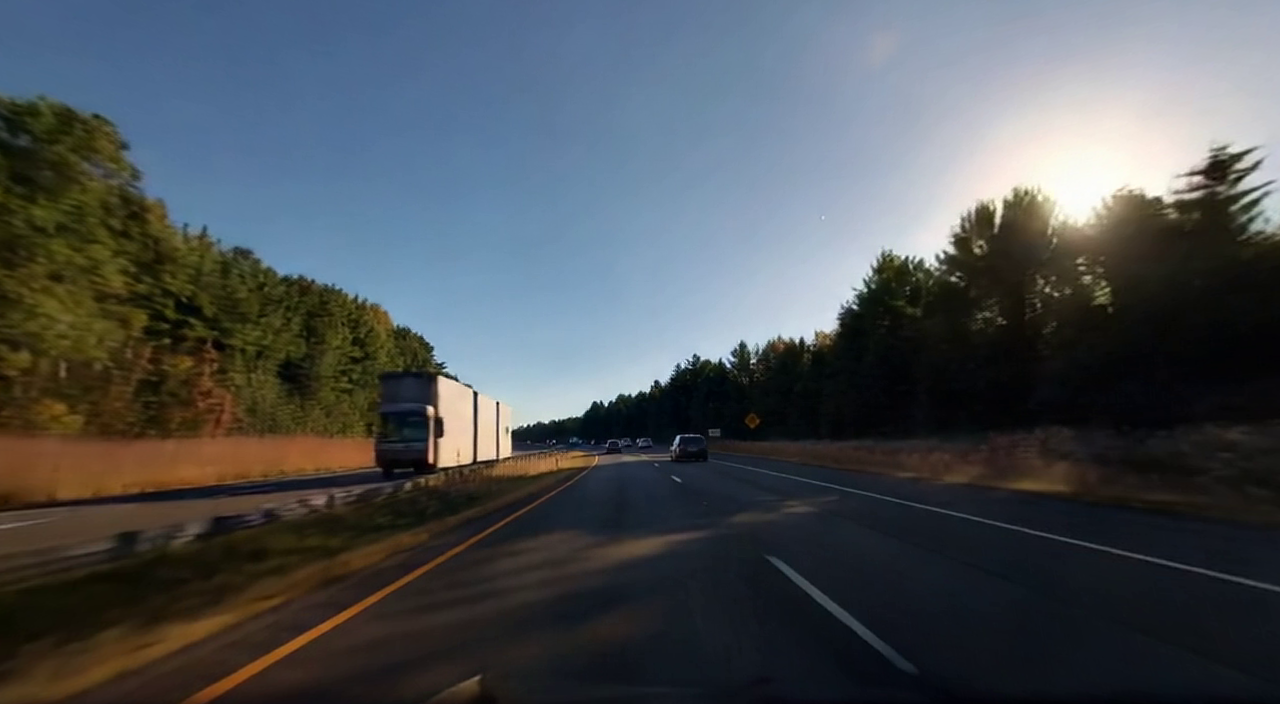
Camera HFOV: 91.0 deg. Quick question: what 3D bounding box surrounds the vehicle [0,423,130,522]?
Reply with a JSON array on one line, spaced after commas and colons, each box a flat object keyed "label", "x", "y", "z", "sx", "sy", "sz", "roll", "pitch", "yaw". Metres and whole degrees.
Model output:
[{"label": "vehicle", "x": -11.663, "y": 2.199, "z": 11.768, "sx": 1.738, "sy": 1.644, "sz": 2.951, "roll": 0, "pitch": -8, "yaw": -2}]

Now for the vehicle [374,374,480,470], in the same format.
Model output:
[{"label": "vehicle", "x": -9.406, "y": 3.236, "z": 28.545, "sx": 3.005, "sy": 3.886, "sz": 5.711, "roll": 0, "pitch": -8, "yaw": -3}]

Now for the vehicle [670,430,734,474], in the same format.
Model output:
[{"label": "vehicle", "x": 2.515, "y": 4.162, "z": 26.396, "sx": 2.043, "sy": 1.673, "sz": 4.016, "roll": 0, "pitch": -8, "yaw": -3}]
